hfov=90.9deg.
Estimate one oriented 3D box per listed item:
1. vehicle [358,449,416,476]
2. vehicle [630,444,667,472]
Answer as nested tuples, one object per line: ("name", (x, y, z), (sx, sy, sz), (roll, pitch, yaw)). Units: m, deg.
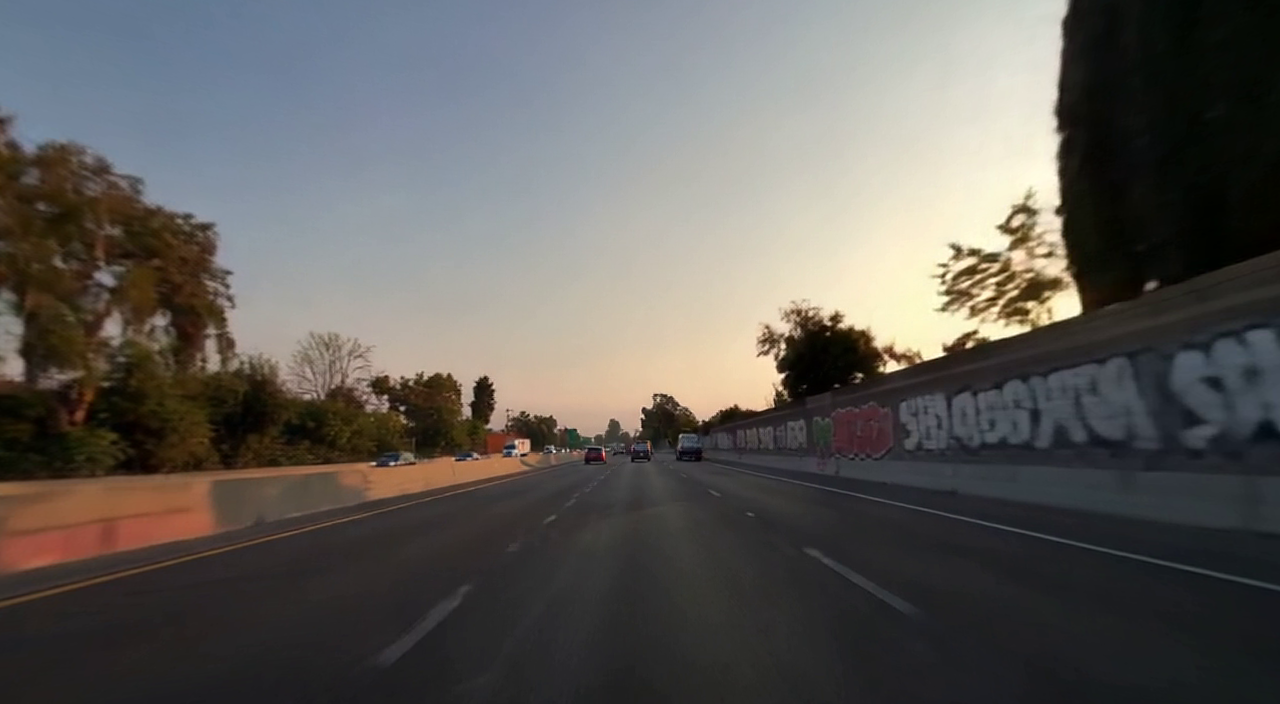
("vehicle", (-16.607, 7.260, 41.590), (1.935, 1.600, 4.530), (0, -9, 0))
("vehicle", (0.473, 6.058, 36.165), (2.009, 1.506, 4.091), (0, -9, 0))
